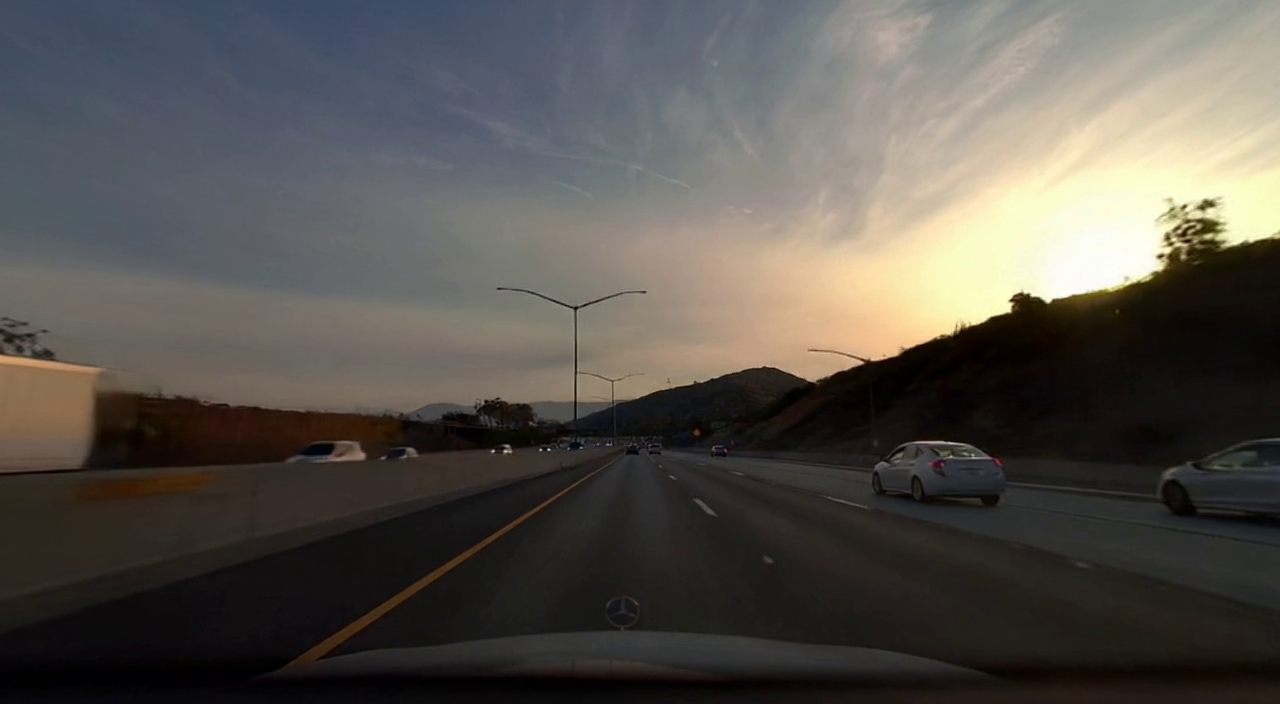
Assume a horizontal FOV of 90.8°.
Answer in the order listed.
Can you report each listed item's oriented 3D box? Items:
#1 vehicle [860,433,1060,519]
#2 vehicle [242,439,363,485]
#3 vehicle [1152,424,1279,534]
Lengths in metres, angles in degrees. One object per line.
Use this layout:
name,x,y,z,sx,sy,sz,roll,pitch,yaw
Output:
vehicle,6.691,2.629,13.961,1.901,1.548,4.684,0,-9,-1
vehicle,-13.572,4.443,25.874,2.009,1.650,5.269,0,-9,0
vehicle,10.879,1.950,9.870,2.068,1.680,4.361,-1,-8,1
